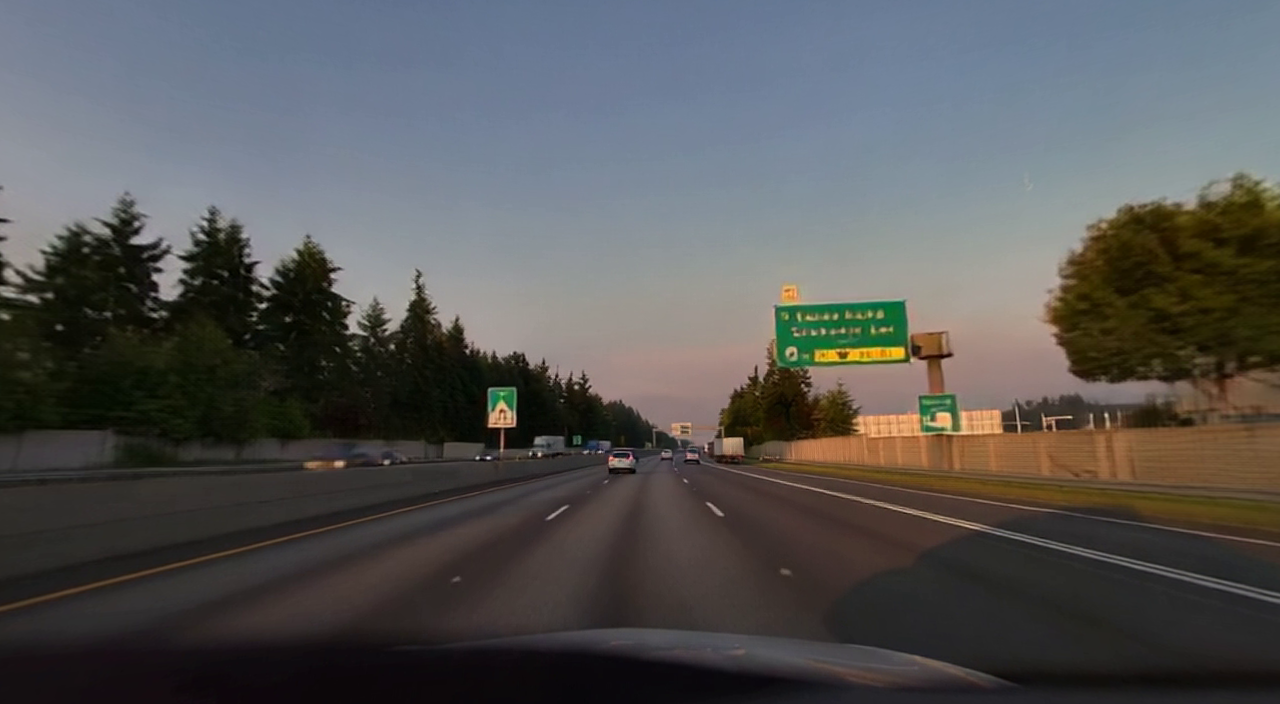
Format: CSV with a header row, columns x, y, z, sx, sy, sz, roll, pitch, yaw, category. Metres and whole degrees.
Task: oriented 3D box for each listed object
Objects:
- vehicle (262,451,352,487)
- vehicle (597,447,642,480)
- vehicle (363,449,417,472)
x,y,z,sx,sy,sz,roll,pitch,yaw,category
-14.965,5.257,28.575,1.817,1.470,3.869,-1,-9,3,vehicle
-0.983,5.645,32.077,2.035,1.513,4.272,0,-9,2,vehicle
-18.006,7.826,45.609,1.859,1.580,4.271,-1,-9,4,vehicle
